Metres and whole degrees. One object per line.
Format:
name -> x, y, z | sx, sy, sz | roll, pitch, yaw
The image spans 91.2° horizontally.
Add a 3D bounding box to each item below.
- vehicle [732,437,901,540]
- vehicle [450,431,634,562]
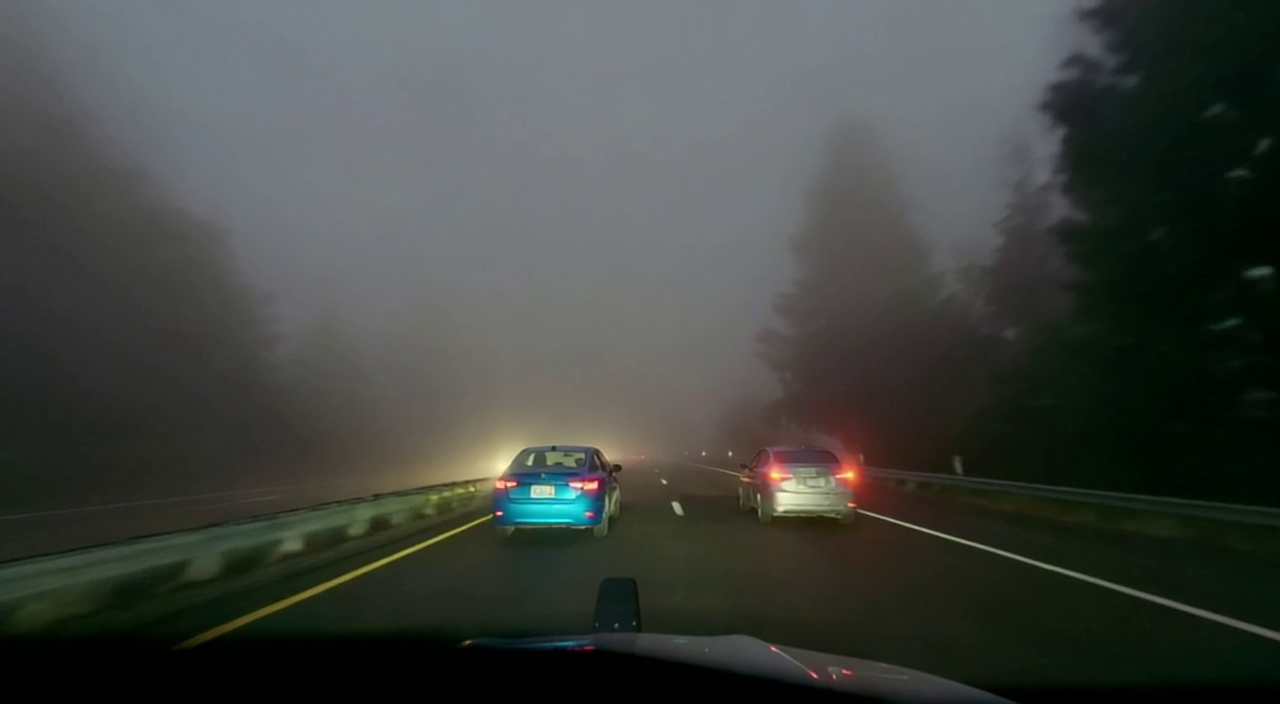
vehicle -> 2.984, 2.386, 11.595 | 2.021, 1.533, 4.014 | -1, -9, 1
vehicle -> -1.196, 2.060, 9.696 | 2.083, 1.548, 4.251 | -1, -9, 1
